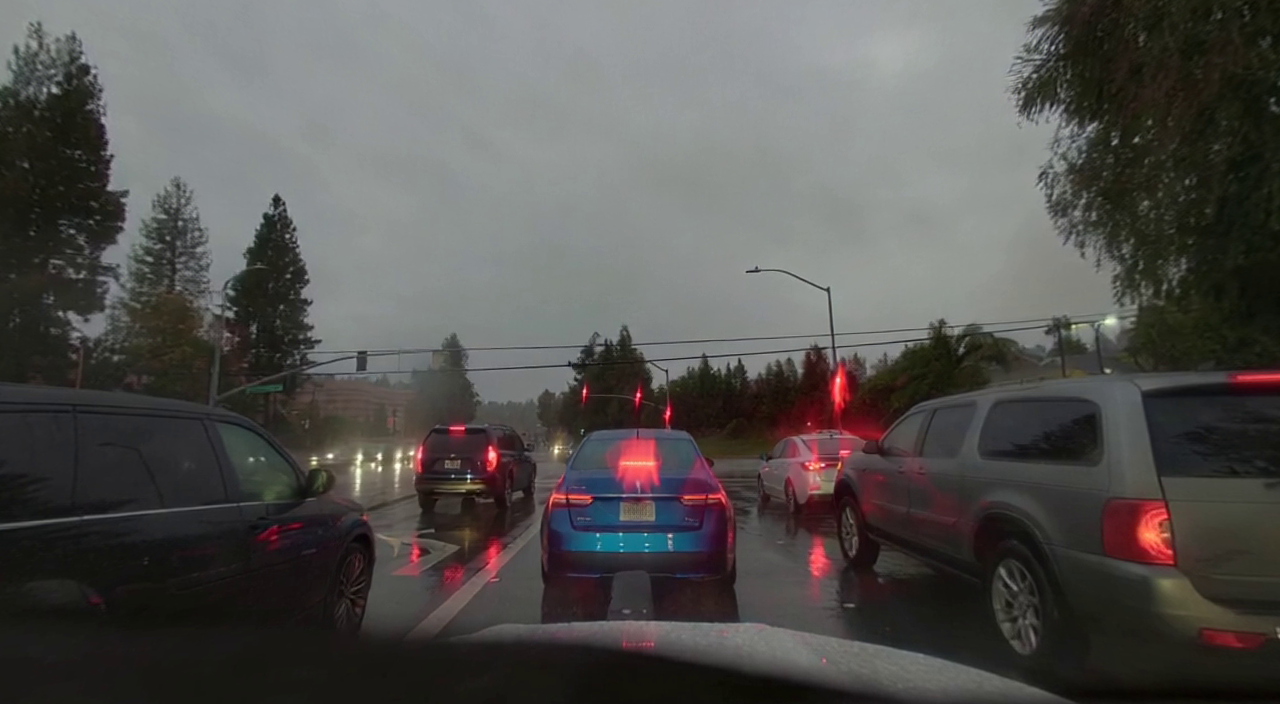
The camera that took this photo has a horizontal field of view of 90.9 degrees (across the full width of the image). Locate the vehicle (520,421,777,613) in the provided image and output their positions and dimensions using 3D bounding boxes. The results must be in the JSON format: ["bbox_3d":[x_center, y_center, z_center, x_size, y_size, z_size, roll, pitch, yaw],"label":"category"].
[{"bbox_3d":[0.033,1.592,7.009,2.021,1.490,3.948,0,-8,-1],"label":"vehicle"}]

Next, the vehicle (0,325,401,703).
[{"bbox_3d":[-3.120,0.956,3.303,1.982,1.721,4.261,0,-8,1],"label":"vehicle"}]

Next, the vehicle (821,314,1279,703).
[{"bbox_3d":[3.217,1.106,4.729,2.141,1.833,4.704,0,-8,-2],"label":"vehicle"}]

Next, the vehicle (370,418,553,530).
[{"bbox_3d":[-3.183,2.300,12.445,2.117,1.772,4.619,0,-8,2],"label":"vehicle"}]
